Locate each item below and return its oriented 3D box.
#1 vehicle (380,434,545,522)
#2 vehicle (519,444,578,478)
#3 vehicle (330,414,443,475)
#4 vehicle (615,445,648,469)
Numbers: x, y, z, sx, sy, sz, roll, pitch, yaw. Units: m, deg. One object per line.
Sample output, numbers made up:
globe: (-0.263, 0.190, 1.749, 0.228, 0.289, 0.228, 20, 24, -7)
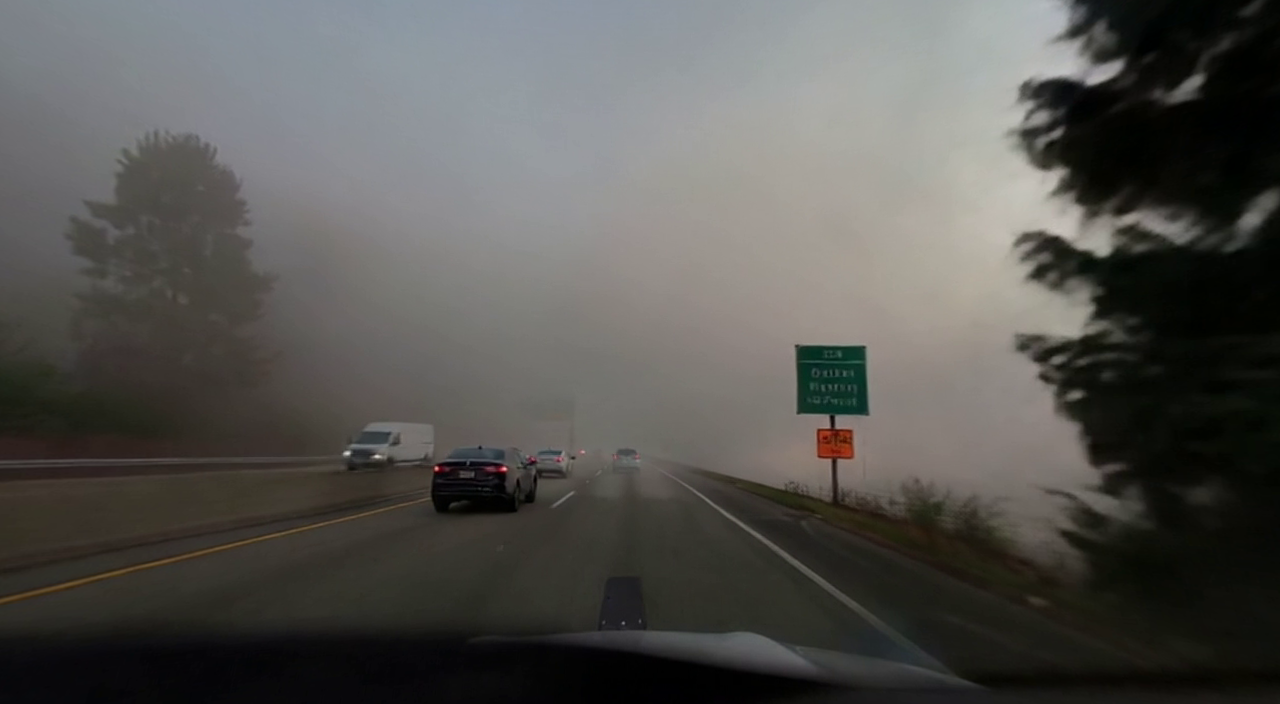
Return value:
vehicle: (-3.403, 2.502, 13.204, 2.067, 1.509, 4.551, 0, -8, 1)
vehicle: (-4.201, 5.057, 29.647, 2.107, 1.453, 4.462, 0, -8, 0)
vehicle: (-13.702, 5.091, 35.000, 3.032, 2.987, 7.725, 0, -8, 0)
vehicle: (-0.558, 6.877, 41.596, 2.100, 1.471, 3.956, 0, -8, -1)
